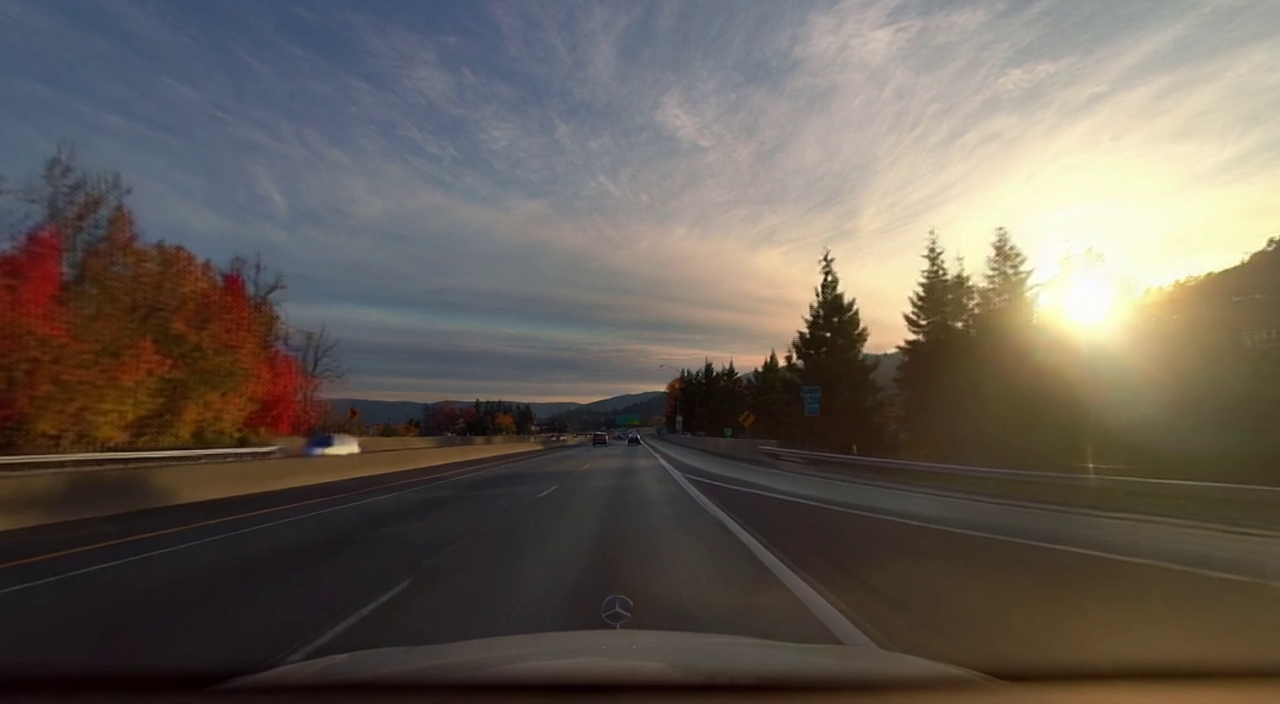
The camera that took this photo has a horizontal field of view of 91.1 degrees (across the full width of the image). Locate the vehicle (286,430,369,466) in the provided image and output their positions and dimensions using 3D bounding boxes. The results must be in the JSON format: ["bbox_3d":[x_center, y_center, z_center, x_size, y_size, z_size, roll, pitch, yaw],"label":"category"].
[{"bbox_3d":[-15.569,4.770,31.588,1.941,1.642,4.288,0,-8,0],"label":"vehicle"}]
